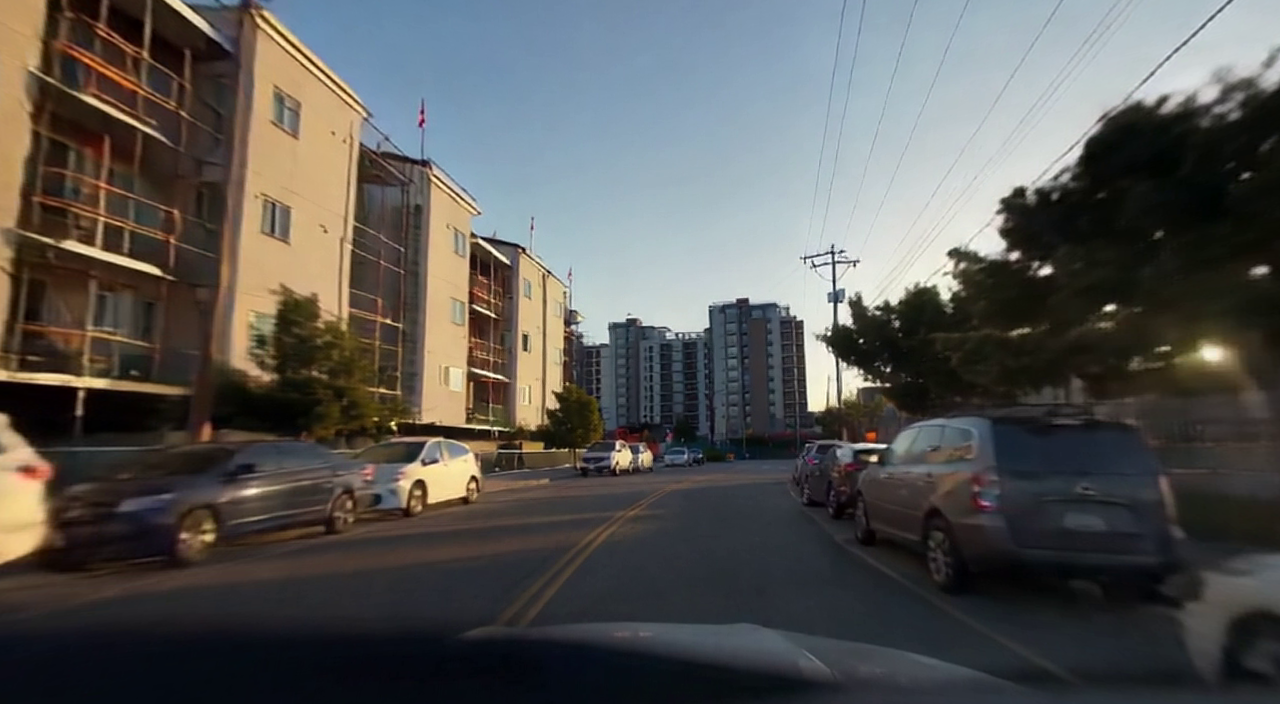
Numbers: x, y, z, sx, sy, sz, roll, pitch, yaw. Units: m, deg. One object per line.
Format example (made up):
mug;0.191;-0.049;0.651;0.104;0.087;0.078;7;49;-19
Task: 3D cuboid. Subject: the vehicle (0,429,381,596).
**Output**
vehicle;-5.676;1.866;8.399;2.020;1.519;4.944;0;-9;4

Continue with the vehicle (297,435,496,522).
vehicle;-5.103;2.711;14.121;1.966;1.568;4.705;-1;-9;10

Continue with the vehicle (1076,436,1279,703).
vehicle;4.004;1.021;1.857;1.976;1.560;5.158;0;-9;3

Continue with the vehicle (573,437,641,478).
vehicle;-1.532;5.238;31.418;1.953;1.871;4.712;-2;-9;16

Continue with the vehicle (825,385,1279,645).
vehicle;4.101;1.695;7.800;2.184;2.035;5.422;0;-9;3
